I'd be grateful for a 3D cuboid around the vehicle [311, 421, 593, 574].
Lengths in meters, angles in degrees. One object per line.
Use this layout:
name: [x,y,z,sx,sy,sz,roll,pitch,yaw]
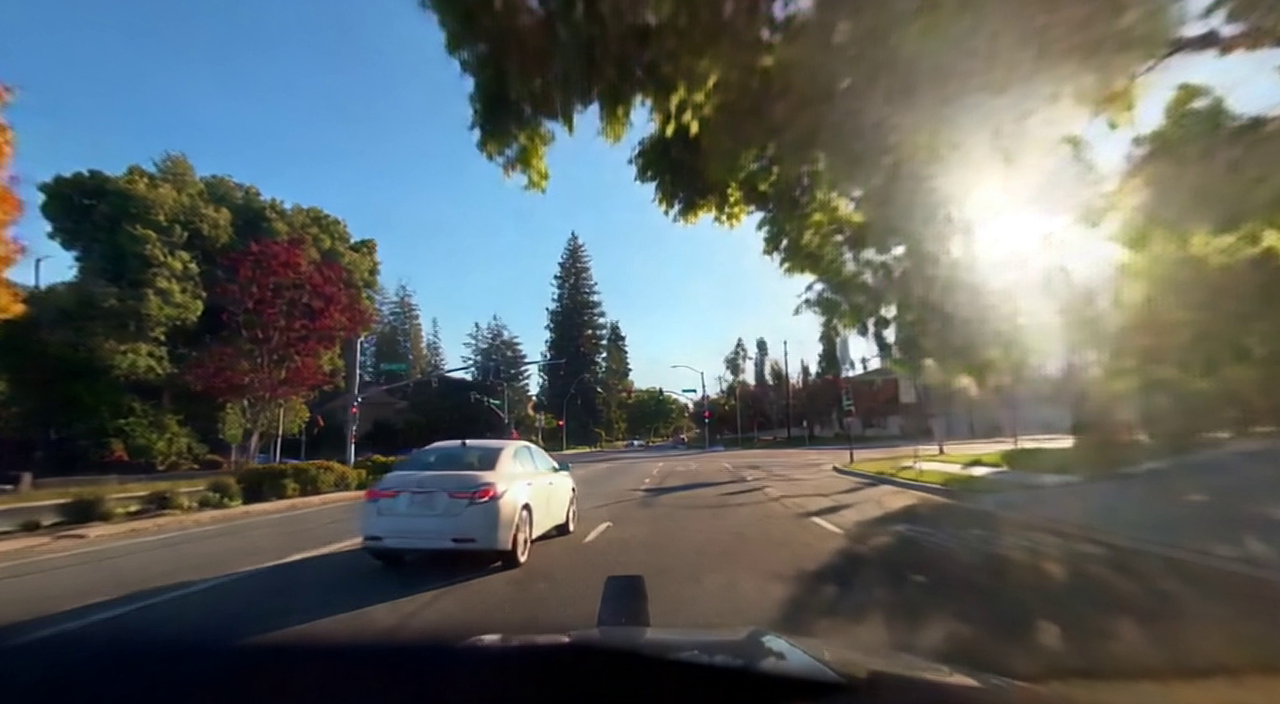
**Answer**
vehicle: [-2.172,1.875,9.065,2.139,1.564,4.901,-1,-8,6]
